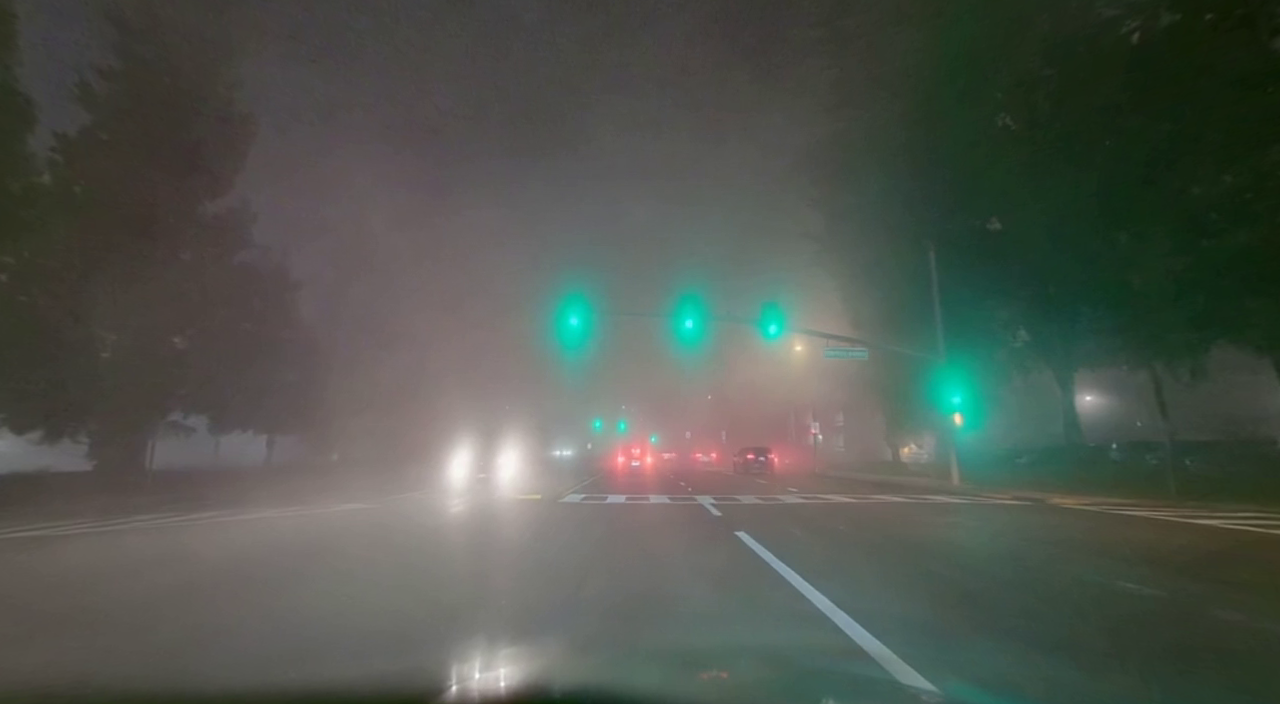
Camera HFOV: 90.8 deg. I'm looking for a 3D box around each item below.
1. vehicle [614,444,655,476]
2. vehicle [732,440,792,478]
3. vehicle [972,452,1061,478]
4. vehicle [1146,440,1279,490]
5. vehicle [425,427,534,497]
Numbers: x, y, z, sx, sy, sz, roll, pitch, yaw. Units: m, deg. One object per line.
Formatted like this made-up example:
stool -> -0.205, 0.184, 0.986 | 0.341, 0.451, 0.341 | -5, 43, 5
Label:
vehicle -> -0.362, 5.952, 35.153 | 2.101, 1.641, 4.341 | 0, -9, -2
vehicle -> 6.621, 5.875, 34.930 | 2.052, 1.886, 5.297 | 0, -9, -2
vehicle -> 26.171, 7.855, 44.028 | 4.843, 1.628, 2.063 | -1, -9, -3
vehicle -> 27.608, 5.246, 29.596 | 5.935, 2.122, 2.004 | -1, -10, -2
vehicle -> -5.232, 3.736, 21.623 | 2.145, 2.041, 6.064 | 0, -9, 0
